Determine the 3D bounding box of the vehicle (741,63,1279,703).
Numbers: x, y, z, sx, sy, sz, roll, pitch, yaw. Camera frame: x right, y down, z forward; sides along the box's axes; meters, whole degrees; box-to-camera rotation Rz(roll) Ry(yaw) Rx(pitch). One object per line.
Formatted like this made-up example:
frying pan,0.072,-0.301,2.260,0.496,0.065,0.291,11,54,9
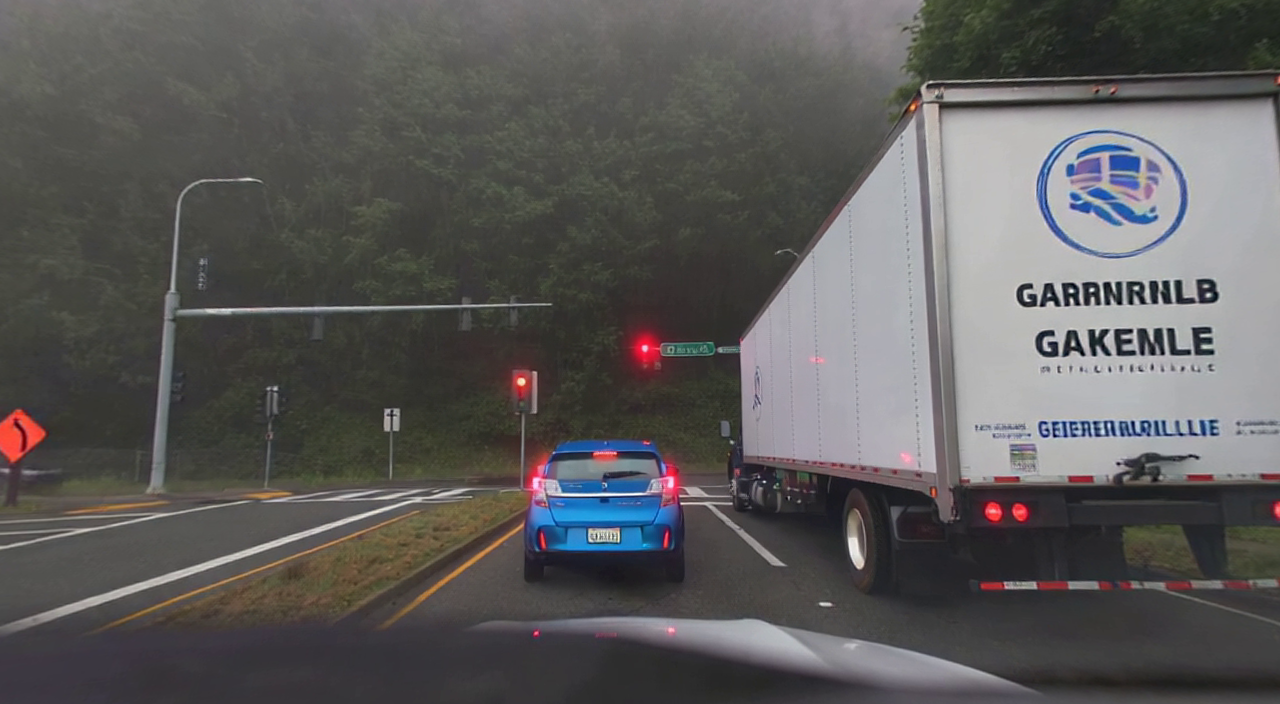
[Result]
vehicle,3.506,0.832,8.404,2.884,3.753,9.763,0,-9,1

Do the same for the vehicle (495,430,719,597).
vehicle,-0.330,1.709,7.424,1.975,1.457,3.526,0,-9,-1
